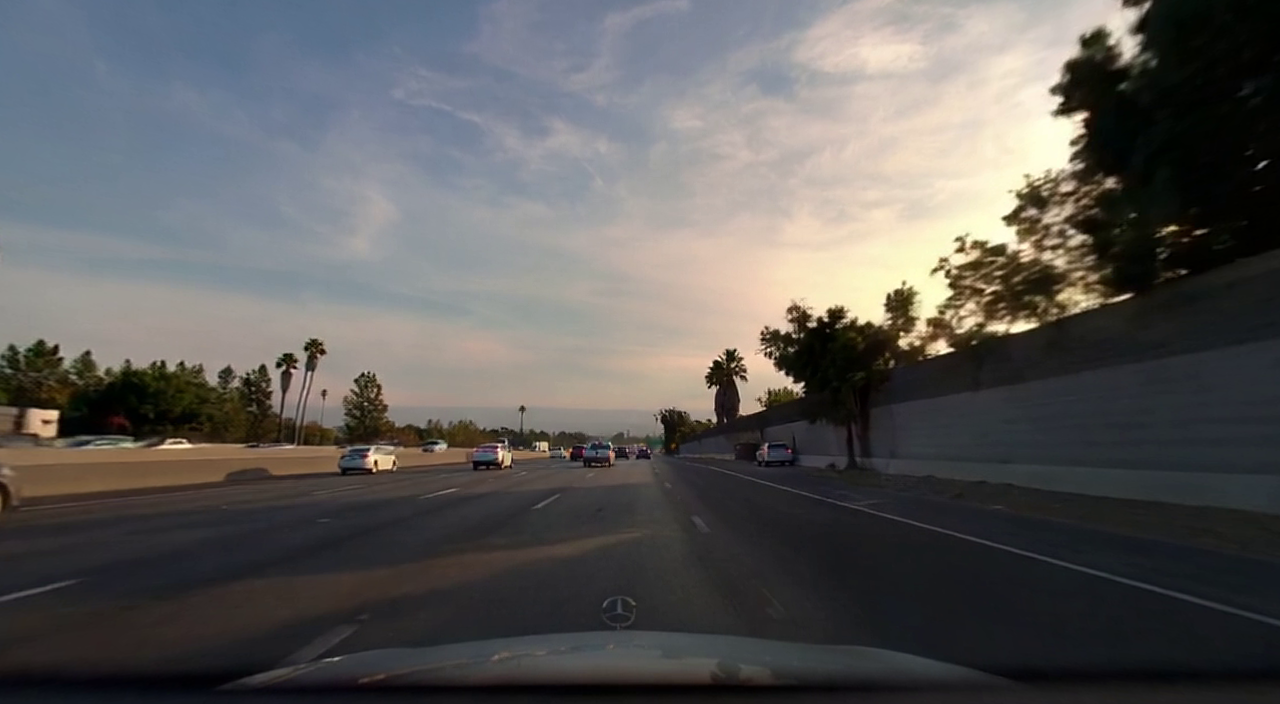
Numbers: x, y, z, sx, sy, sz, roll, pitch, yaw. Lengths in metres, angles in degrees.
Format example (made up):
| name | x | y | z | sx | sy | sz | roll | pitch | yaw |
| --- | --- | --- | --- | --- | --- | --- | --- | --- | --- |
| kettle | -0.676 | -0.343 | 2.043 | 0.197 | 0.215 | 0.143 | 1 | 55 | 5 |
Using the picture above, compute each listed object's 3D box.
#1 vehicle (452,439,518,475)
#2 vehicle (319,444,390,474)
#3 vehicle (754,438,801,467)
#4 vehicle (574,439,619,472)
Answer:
| name | x | y | z | sx | sy | sz | roll | pitch | yaw |
| --- | --- | --- | --- | --- | --- | --- | --- | --- | --- |
| vehicle | -7.802 | 5.340 | 32.213 | 2.204 | 1.677 | 4.438 | 0 | -9 | 1 |
| vehicle | -16.413 | 6.178 | 36.630 | 1.916 | 1.610 | 4.445 | 0 | -9 | 2 |
| vehicle | 10.190 | 7.552 | 47.434 | 2.302 | 2.014 | 5.925 | 0 | -9 | 1 |
| vehicle | -2.330 | 5.698 | 34.935 | 2.201 | 1.672 | 4.128 | 0 | -9 | 0 |
